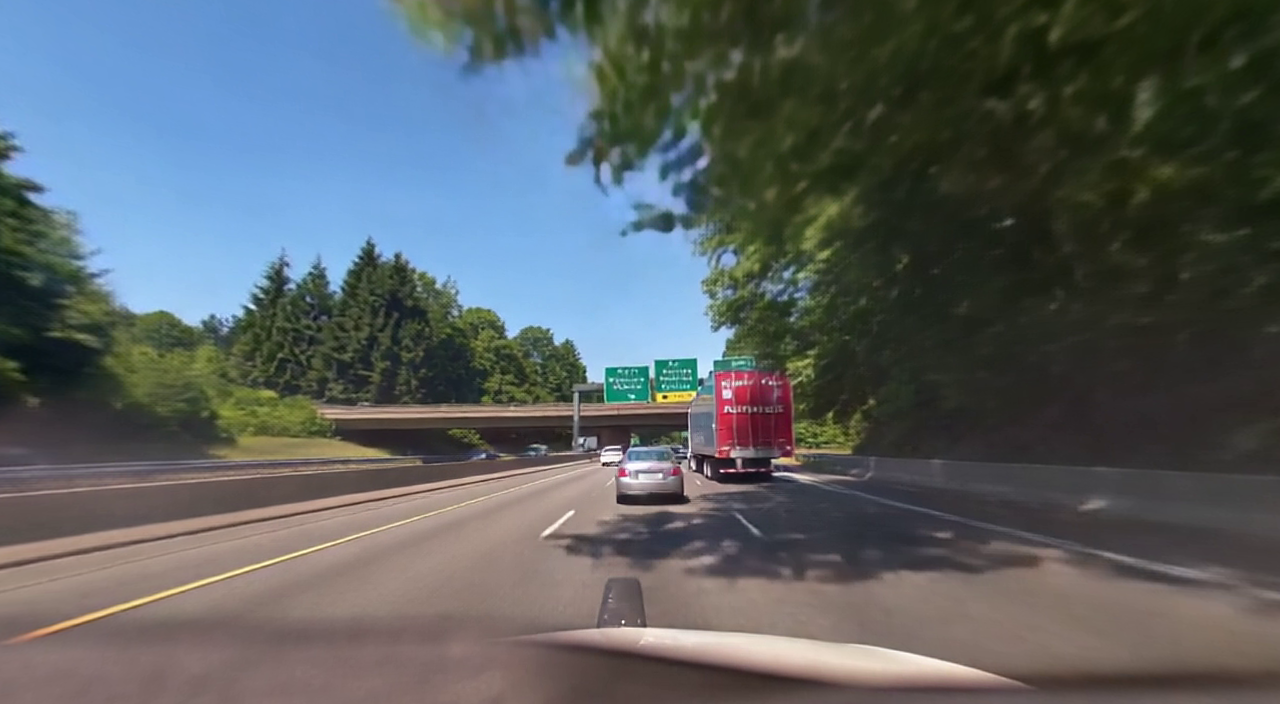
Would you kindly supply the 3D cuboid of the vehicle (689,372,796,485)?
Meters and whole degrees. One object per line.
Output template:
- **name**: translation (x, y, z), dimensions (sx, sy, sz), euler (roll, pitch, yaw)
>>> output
- **vehicle**: translation (4.176, 3.800, 29.424), dimensions (2.960, 4.018, 13.834), euler (0, -9, 1)

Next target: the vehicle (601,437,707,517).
- **vehicle**: translation (0.280, 2.797, 14.555), dimensions (2.039, 1.532, 4.610), euler (0, -9, 0)
